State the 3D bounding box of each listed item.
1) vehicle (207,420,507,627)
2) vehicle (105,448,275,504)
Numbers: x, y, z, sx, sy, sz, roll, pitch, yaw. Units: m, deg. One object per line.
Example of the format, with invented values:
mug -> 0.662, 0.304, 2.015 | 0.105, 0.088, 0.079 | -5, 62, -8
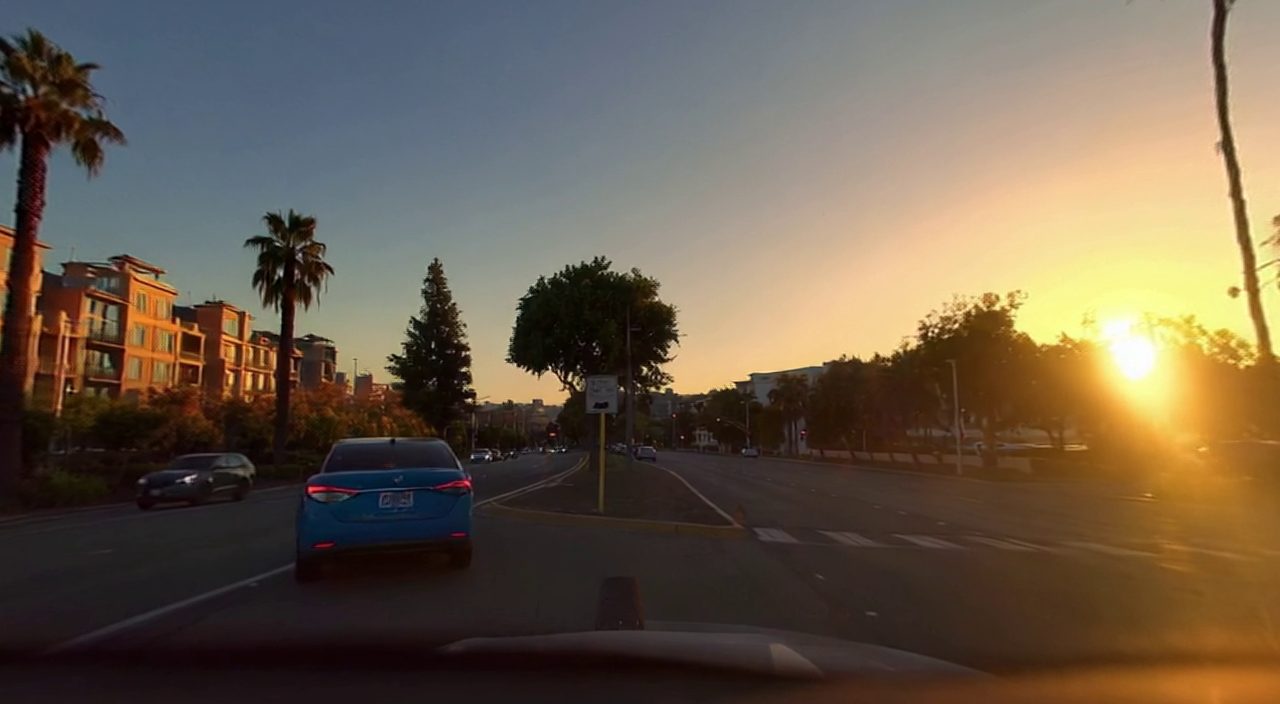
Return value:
vehicle -> -3.357, 1.586, 6.947 | 1.986, 1.473, 4.382 | 6, -11, -37
vehicle -> -13.437, 3.694, 19.317 | 2.099, 1.464, 4.615 | 1, -9, -5
